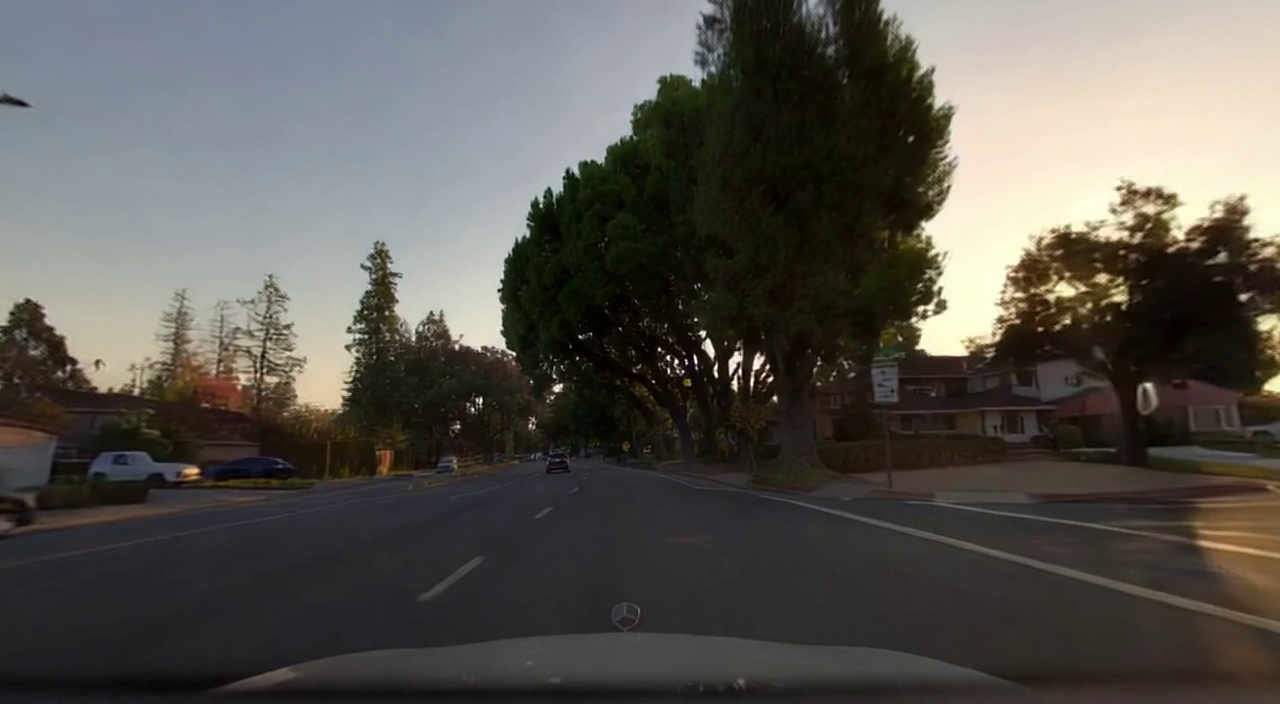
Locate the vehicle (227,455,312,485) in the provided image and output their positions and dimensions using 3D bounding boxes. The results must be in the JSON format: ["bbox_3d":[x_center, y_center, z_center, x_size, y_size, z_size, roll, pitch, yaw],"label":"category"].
[{"bbox_3d":[-22.116,7.015,37.803,3.832,1.683,1.877,1,-9,-7],"label":"vehicle"}]

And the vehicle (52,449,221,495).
[{"bbox_3d":[-23.092,5.484,29.164,5.784,2.004,2.199,0,-8,-1],"label":"vehicle"}]
